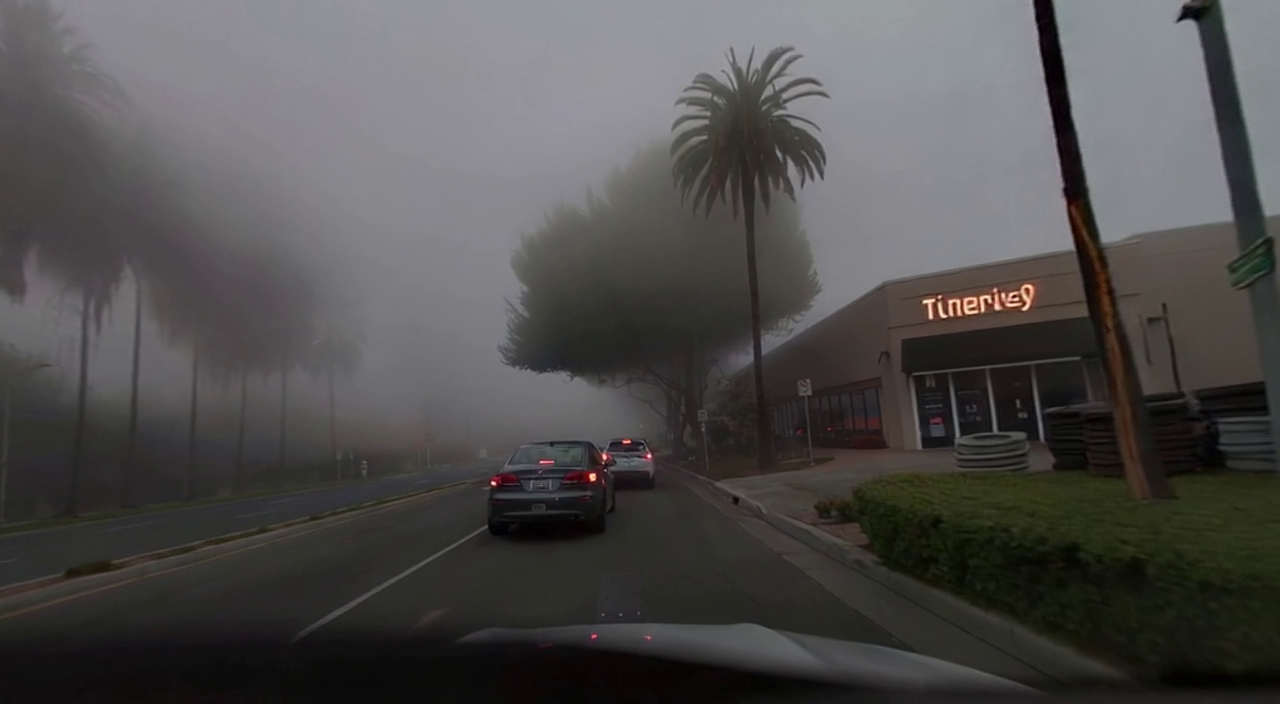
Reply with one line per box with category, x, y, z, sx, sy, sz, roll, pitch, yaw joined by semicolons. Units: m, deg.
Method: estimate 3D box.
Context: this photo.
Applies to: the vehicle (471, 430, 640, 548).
vehicle;-1.111;2.067;10.224;2.169;1.495;4.048;0;-8;-1
